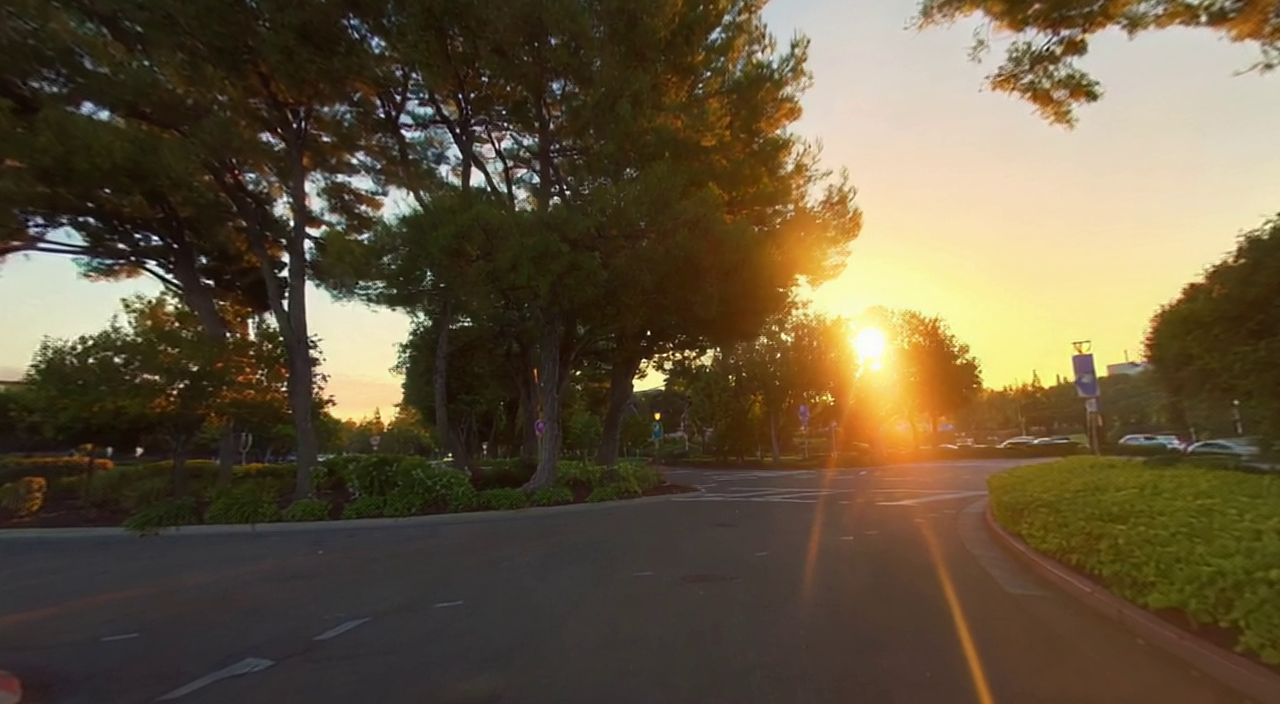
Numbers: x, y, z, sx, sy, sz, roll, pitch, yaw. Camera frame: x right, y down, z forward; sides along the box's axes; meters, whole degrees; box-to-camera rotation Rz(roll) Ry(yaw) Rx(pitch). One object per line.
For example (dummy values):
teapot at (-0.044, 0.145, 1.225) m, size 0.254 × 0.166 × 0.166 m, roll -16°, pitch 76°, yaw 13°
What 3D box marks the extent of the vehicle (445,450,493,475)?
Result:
vehicle at (-12.714, 8.151, 46.806) m, size 2.019 × 1.672 × 4.490 m, roll 5°, pitch -10°, yaw -35°
